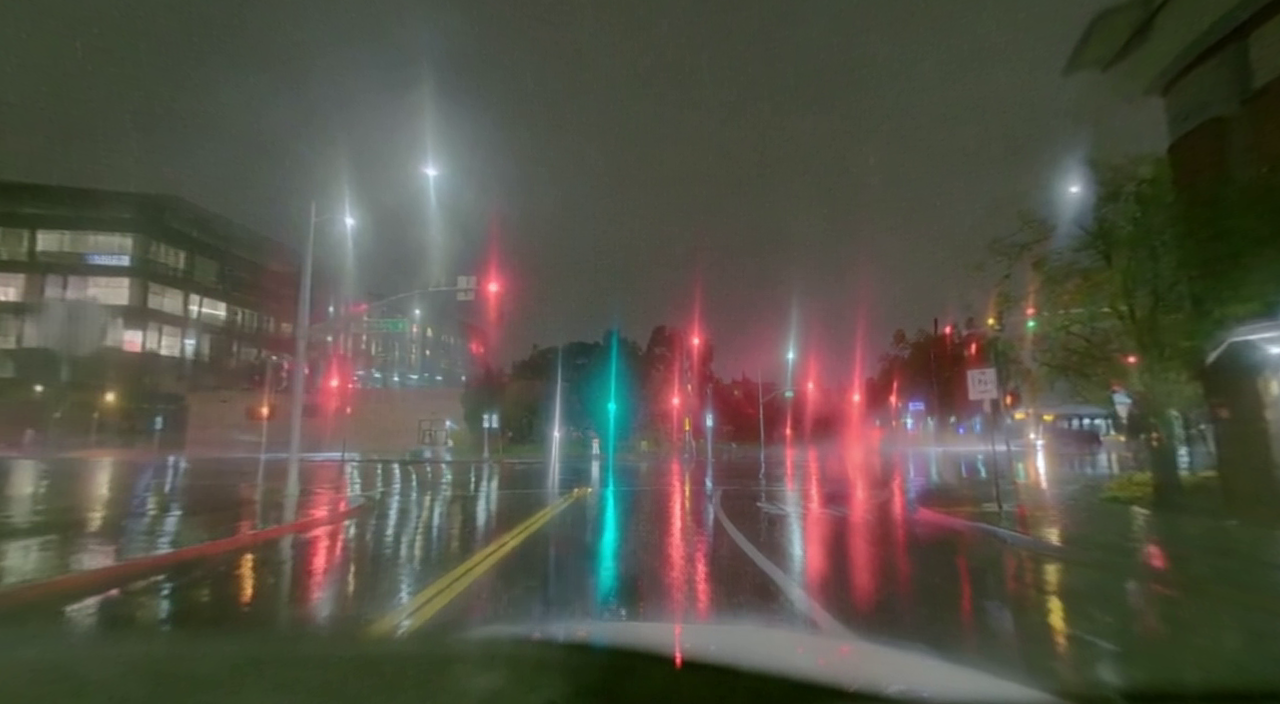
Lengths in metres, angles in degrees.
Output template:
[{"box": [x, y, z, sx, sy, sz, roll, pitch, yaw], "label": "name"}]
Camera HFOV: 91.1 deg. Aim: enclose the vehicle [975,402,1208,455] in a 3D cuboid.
[{"box": [29.323, 5.063, 41.206, 12.822, 3.296, 3.033, 0, -9, 0], "label": "vehicle"}]
